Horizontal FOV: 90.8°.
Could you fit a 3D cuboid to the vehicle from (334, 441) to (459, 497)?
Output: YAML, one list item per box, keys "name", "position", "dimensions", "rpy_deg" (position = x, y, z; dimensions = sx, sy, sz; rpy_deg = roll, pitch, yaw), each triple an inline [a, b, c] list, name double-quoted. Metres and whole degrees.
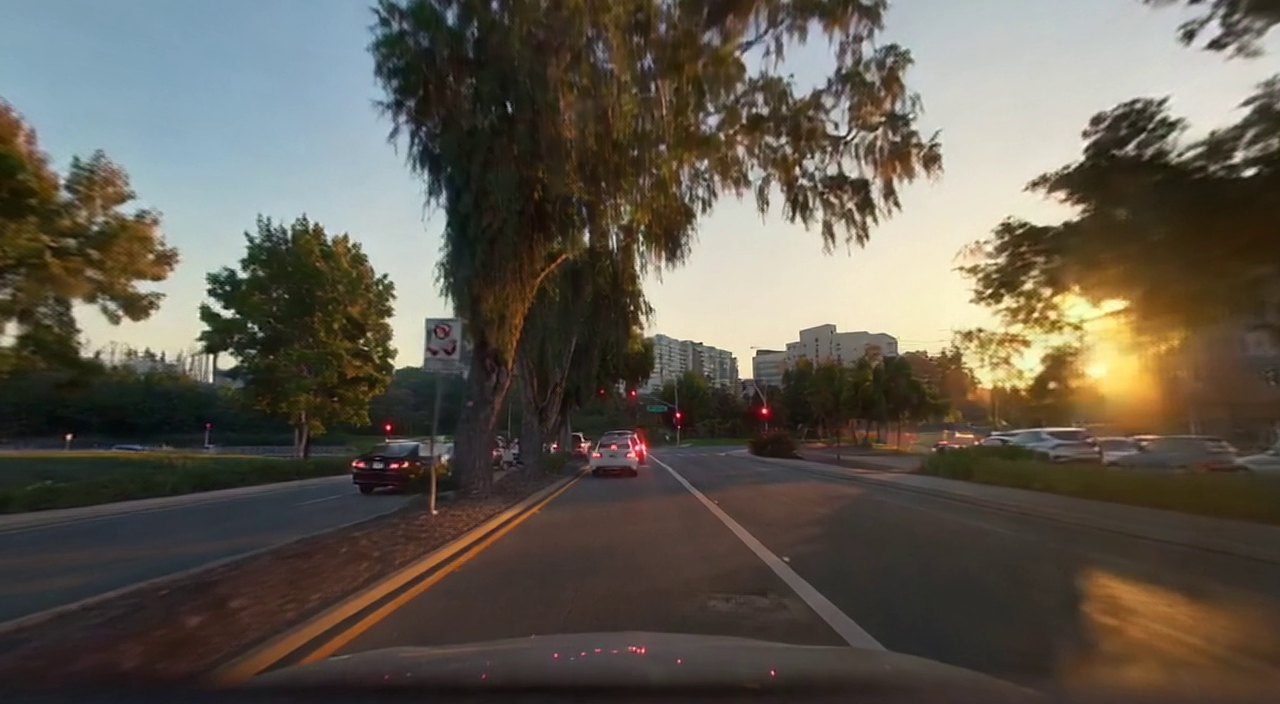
- name: "vehicle"
  position: [-6.999, 3.385, 18.709]
  dimensions: [1.852, 1.458, 4.422]
  rpy_deg: [0, -8, 1]

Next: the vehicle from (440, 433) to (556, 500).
- name: "vehicle"
  position: [-3.517, 2.926, 16.553]
  dimensions: [1.920, 1.480, 4.549]
  rpy_deg: [0, -8, 1]

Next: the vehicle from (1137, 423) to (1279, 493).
- name: "vehicle"
  position: [14.474, 2.529, 15.339]
  dimensions: [4.304, 1.481, 2.008]
  rpy_deg: [4, -10, -27]

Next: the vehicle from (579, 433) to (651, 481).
- name: "vehicle"
  position: [-0.787, 3.596, 21.945]
  dimensions: [2.231, 1.481, 4.489]
  rpy_deg: [0, -8, 0]
